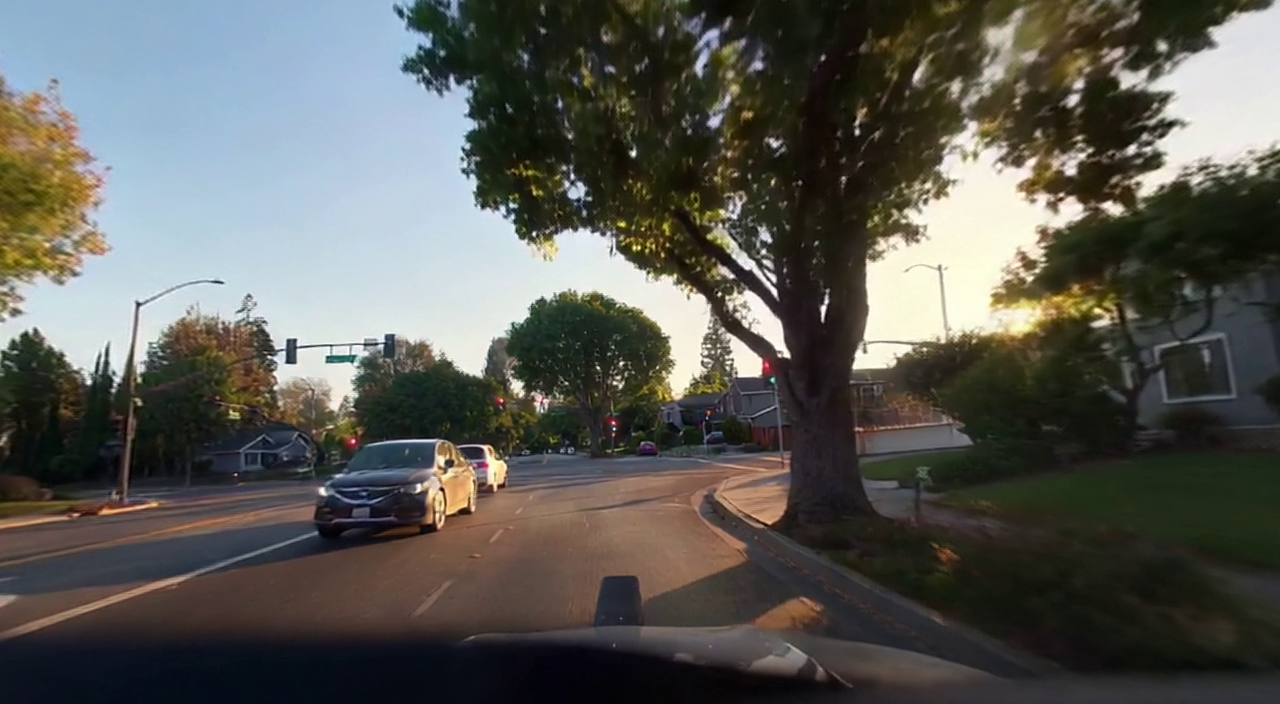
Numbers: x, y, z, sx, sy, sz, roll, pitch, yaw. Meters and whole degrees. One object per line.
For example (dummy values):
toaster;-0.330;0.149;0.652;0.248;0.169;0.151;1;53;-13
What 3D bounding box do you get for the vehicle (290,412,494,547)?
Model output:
vehicle;-3.985;2.158;11.188;2.041;1.834;4.679;0;-10;-5
